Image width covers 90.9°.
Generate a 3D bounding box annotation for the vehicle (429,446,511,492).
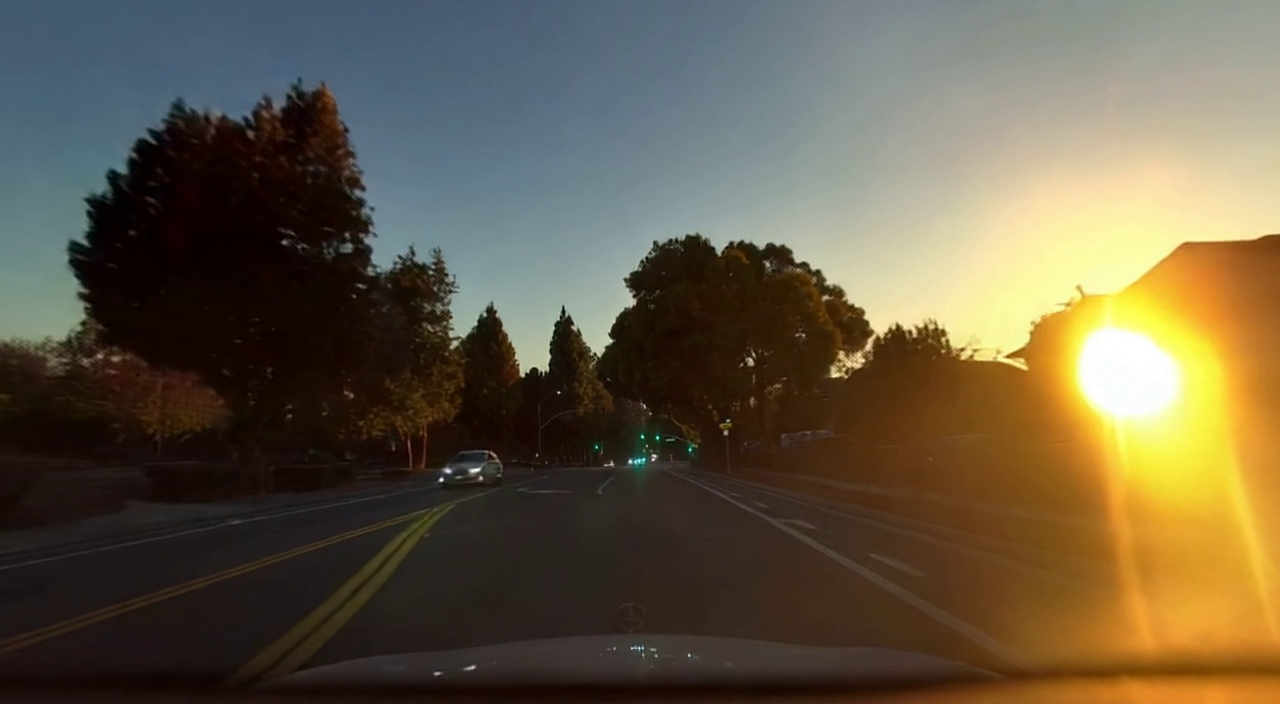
[{"bbox_3d":[-6.538,4.509,24.731,2.095,1.603,3.980,0,-8,0],"label":"vehicle"}]
